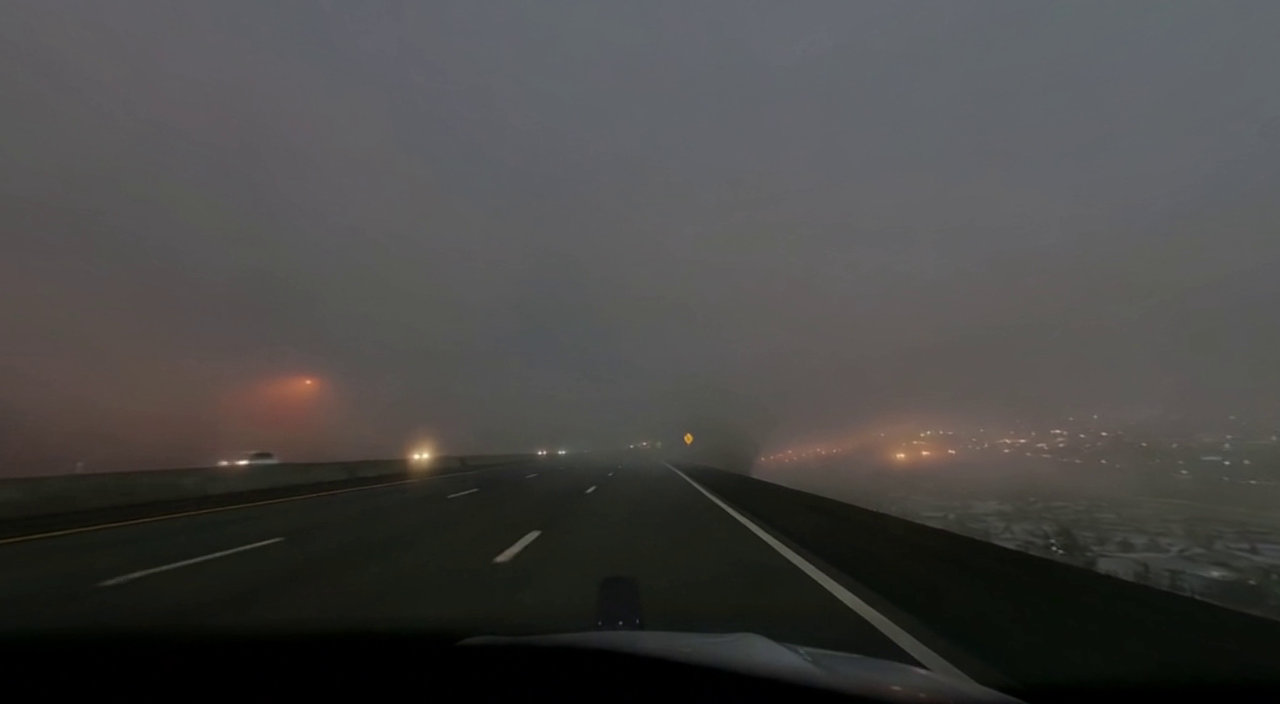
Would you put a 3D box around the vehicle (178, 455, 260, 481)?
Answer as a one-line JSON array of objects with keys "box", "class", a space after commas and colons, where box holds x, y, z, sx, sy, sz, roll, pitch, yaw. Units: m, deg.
[{"box": [-27.791, 7.680, 41.784, 2.101, 1.568, 4.758, -1, -9, 1], "class": "vehicle"}]
